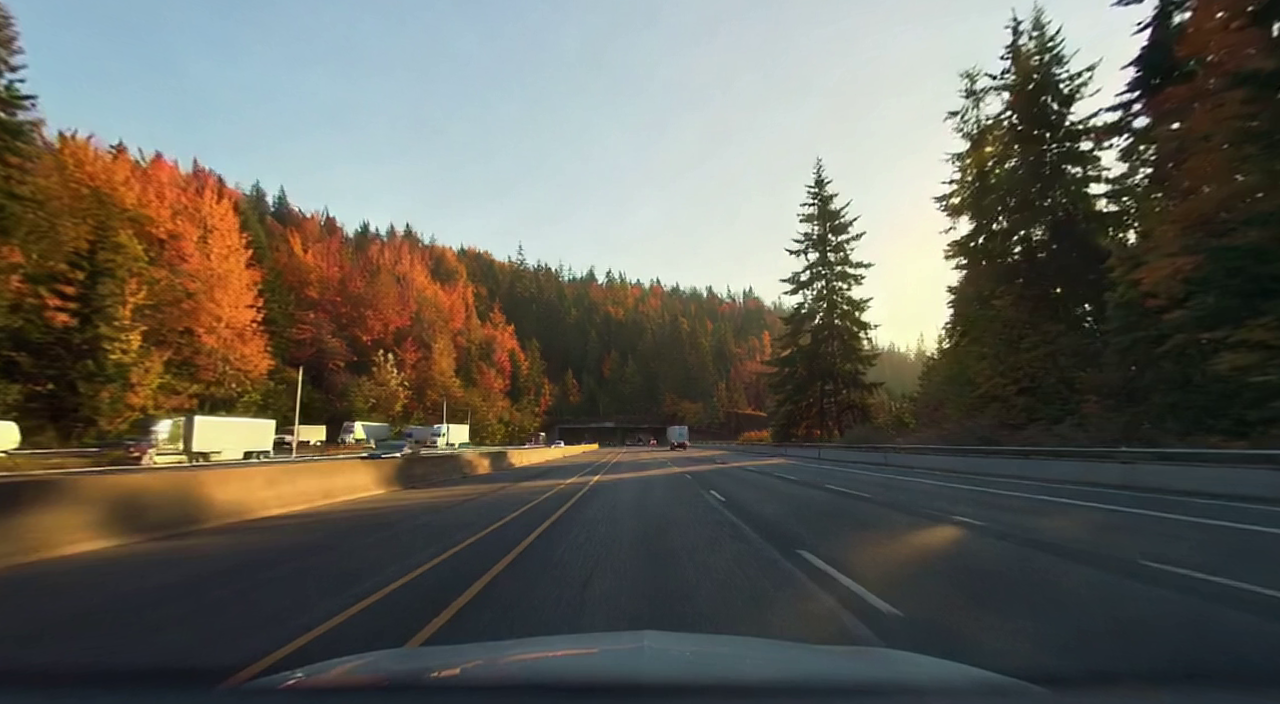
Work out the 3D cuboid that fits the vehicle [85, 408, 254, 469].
[{"bbox_3d":[-31.797,6.040,43.544,2.923,3.656,11.414,0,-8,-1],"label":"vehicle"}]
